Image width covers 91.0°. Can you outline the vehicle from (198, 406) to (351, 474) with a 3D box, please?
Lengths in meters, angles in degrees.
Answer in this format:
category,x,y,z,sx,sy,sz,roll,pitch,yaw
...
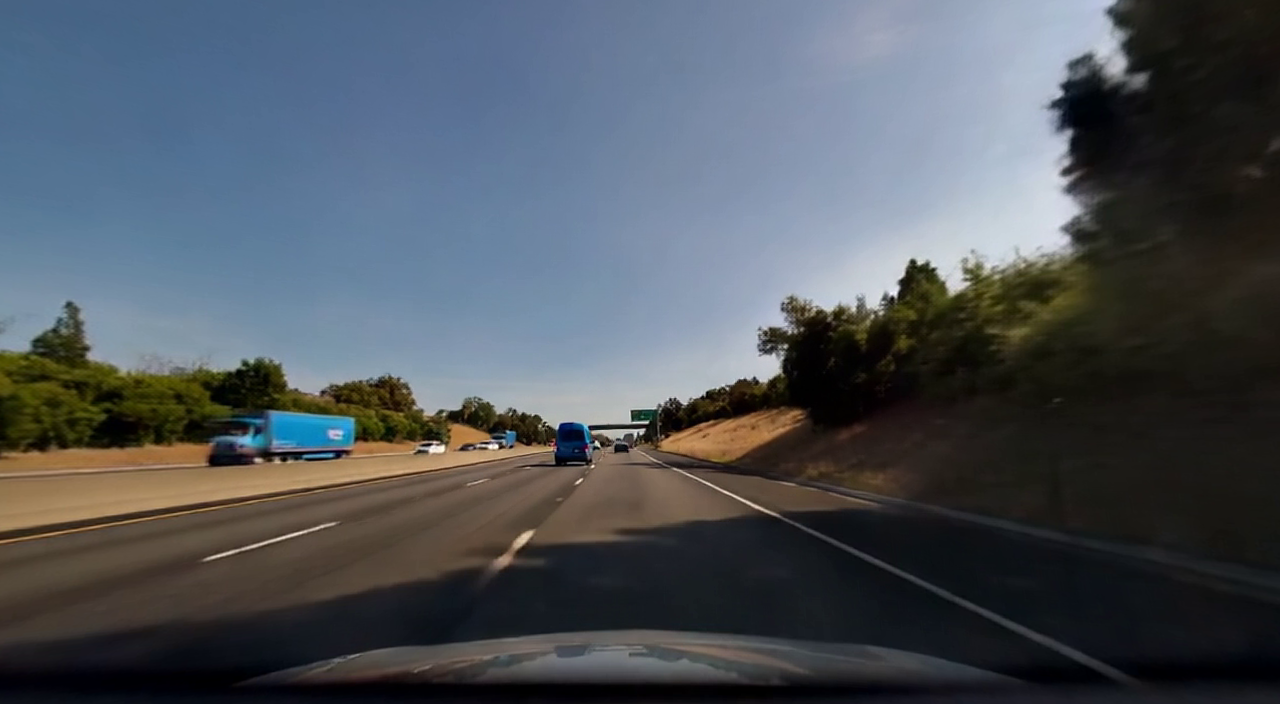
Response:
category,x,y,z,sx,sy,sz,roll,pitch,yaw
vehicle,-24.509,6.174,43.683,2.889,3.936,14.025,0,-8,-3

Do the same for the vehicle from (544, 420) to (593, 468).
category,x,y,z,sx,sy,sz,roll,pitch,yaw
vehicle,-4.016,5.262,36.066,2.329,2.483,5.428,0,-8,-2
